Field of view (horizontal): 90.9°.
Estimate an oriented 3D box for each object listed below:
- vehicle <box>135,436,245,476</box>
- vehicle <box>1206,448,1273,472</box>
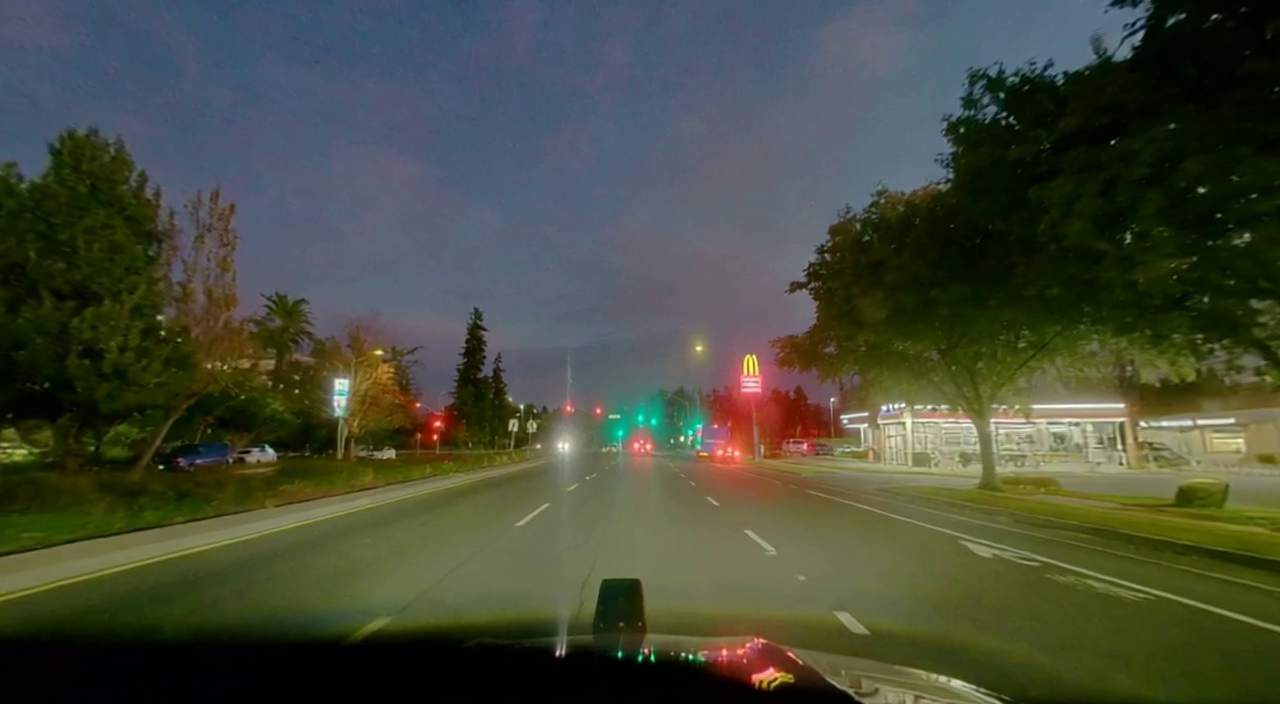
[{"bbox_3d":[-22.349,5.184,31.620,2.040,1.788,4.595,-1,-9,1],"label":"vehicle"},{"bbox_3d":[43.699,7.830,45.974,4.422,1.605,2.036,4,-10,-27],"label":"vehicle"}]
